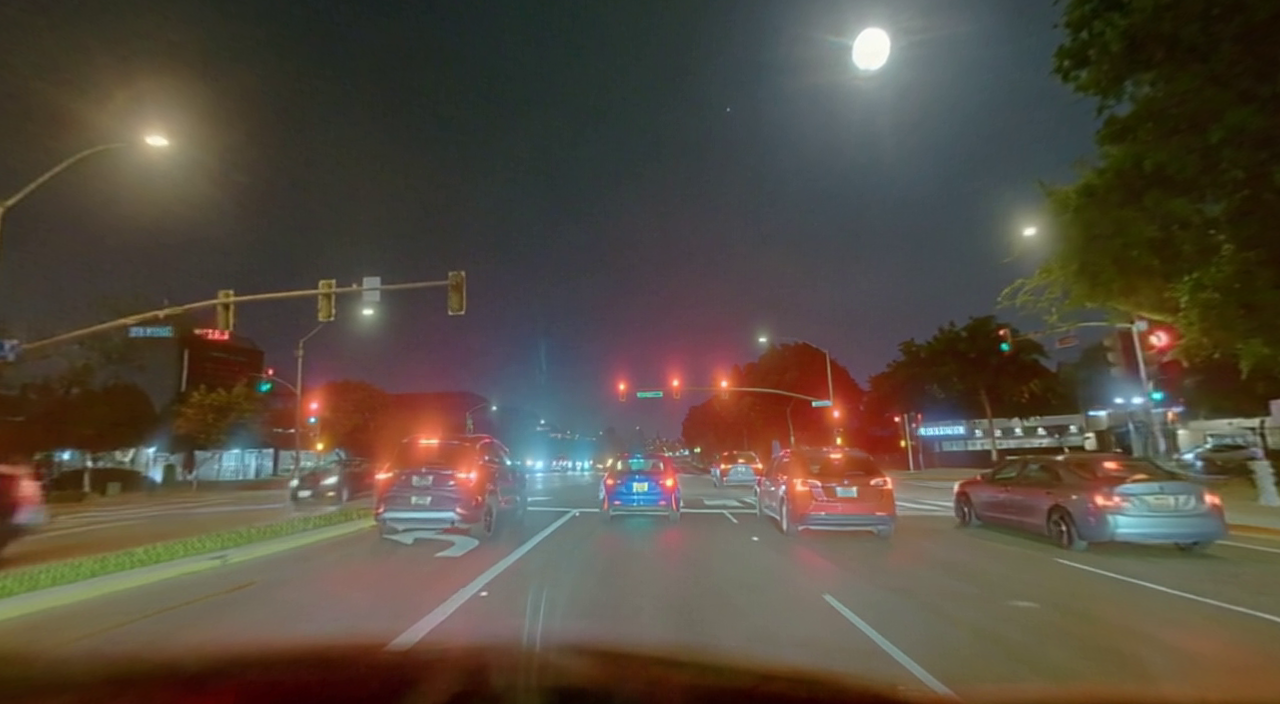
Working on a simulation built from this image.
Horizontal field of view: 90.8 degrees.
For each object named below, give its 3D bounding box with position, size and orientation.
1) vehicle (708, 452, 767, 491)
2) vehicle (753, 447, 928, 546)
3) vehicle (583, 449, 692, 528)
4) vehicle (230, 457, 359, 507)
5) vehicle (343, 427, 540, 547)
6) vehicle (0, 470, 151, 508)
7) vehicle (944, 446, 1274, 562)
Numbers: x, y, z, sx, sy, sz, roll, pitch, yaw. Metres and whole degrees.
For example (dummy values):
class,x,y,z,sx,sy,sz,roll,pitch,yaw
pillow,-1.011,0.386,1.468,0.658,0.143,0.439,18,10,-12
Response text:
class,x,y,z,sx,sy,sz,roll,pitch,yaw
vehicle,4.132,5.121,27.427,1.888,1.472,4.528,0,-8,1
vehicle,3.476,2.549,11.884,2.020,1.513,4.120,0,-8,1
vehicle,-0.037,2.939,14.210,2.098,1.477,3.897,0,-8,0
vehicle,-12.057,4.536,22.454,1.912,1.477,4.398,-1,-8,3
vehicle,-3.465,2.466,12.343,2.160,1.823,5.115,0,-8,0
vehicle,-25.411,6.161,28.557,4.679,1.488,2.052,2,-9,-14
vehicle,7.295,2.345,10.662,2.004,1.508,4.646,0,-8,0
